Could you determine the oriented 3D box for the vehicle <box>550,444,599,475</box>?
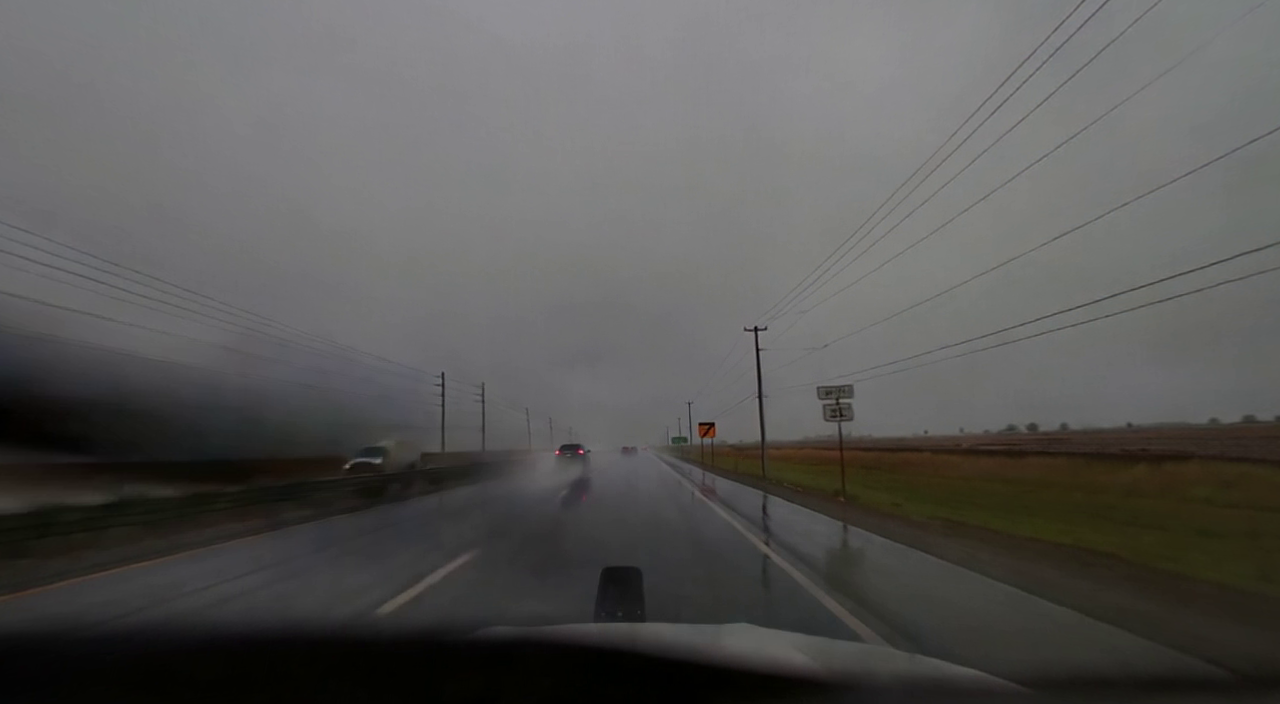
[{"bbox_3d":[-3.437,5.735,33.907,2.106,1.543,4.465,0,-9,1],"label":"vehicle"}]
